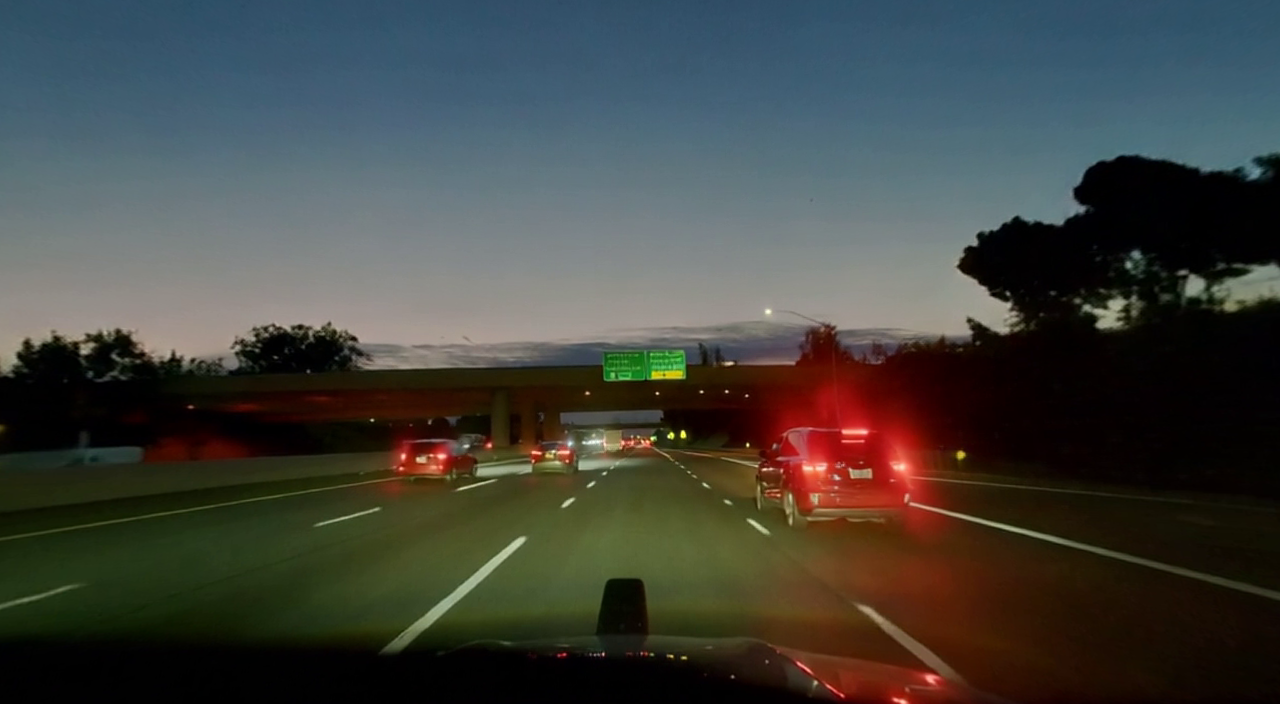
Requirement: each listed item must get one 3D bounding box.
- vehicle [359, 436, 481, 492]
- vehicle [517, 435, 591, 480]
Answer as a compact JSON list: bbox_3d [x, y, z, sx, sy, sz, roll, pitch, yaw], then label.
[{"bbox_3d":[-6.794,3.493,20.150,2.069,1.551,4.830,0,-8,1],"label":"vehicle"},{"bbox_3d":[-3.292,4.167,25.246,2.210,1.628,4.586,-1,-8,1],"label":"vehicle"}]
